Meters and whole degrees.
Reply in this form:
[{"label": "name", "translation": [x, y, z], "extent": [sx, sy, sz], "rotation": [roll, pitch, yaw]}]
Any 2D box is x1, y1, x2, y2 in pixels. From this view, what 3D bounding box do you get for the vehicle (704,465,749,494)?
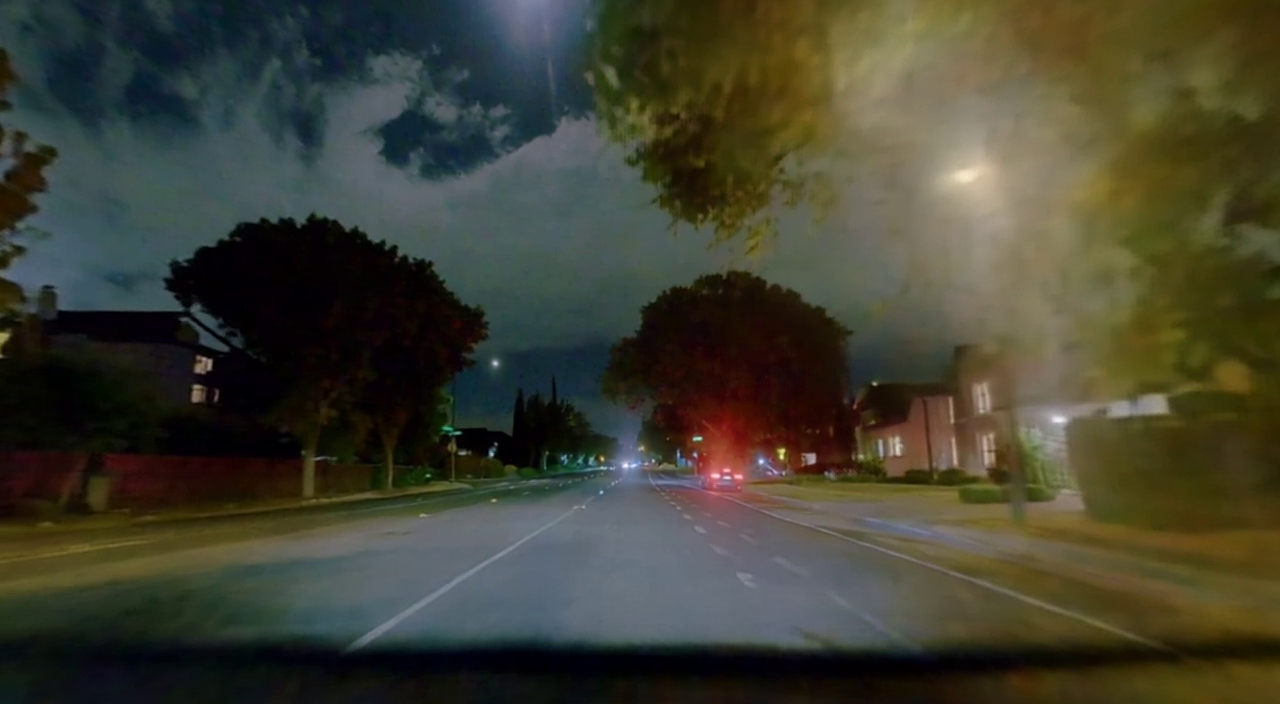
[{"label": "vehicle", "translation": [5.028, 7.444, 37.135], "extent": [1.904, 1.475, 4.386], "rotation": [0, -9, -1]}]
